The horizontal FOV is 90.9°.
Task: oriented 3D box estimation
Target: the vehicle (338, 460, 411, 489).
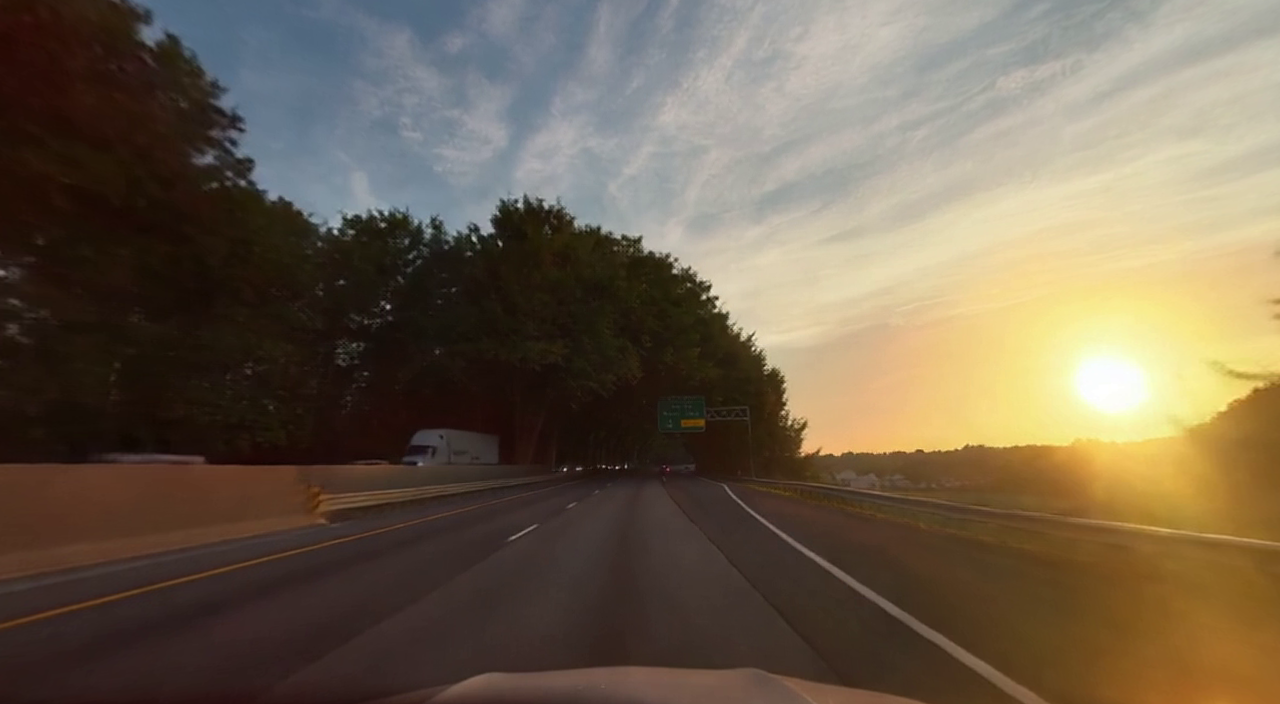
[{"bbox_3d":[-14.125,6.553,33.836,1.820,1.420,4.348,0,-10,3],"label":"vehicle"}]
